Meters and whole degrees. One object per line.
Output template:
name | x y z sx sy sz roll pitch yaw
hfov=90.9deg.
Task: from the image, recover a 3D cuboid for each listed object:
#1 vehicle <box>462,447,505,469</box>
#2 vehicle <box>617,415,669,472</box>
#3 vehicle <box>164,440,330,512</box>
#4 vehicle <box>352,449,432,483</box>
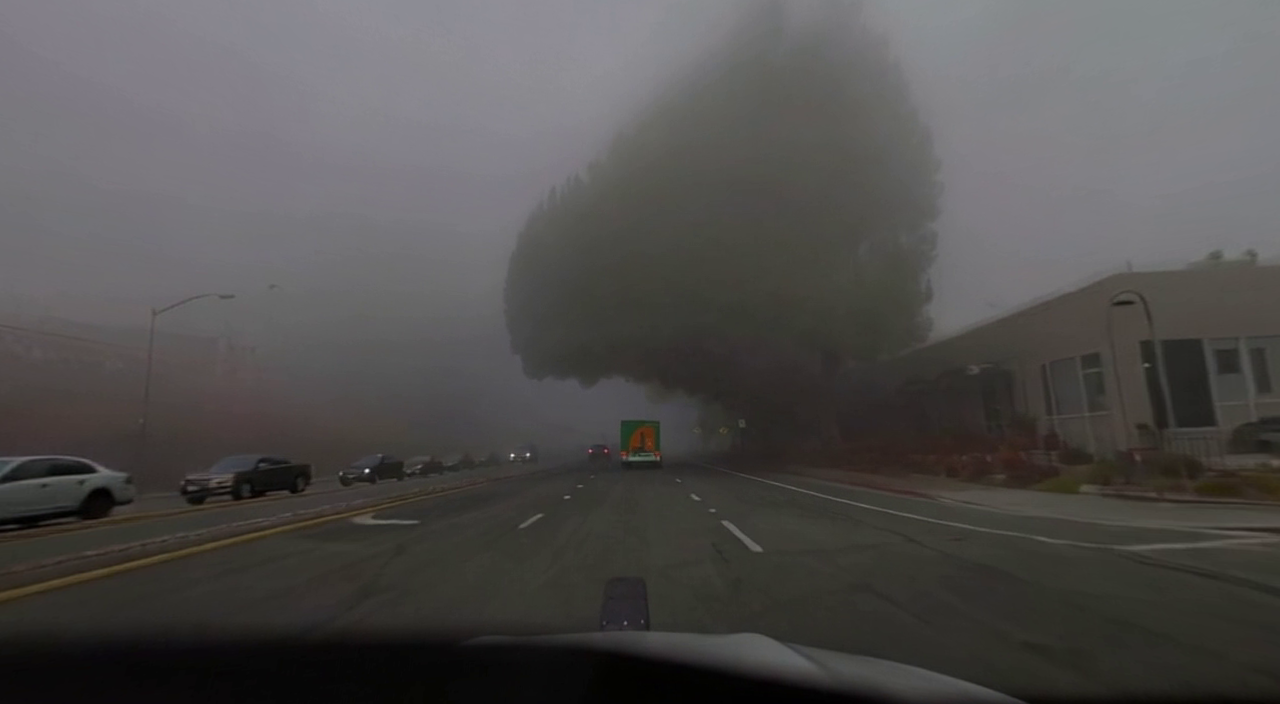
vehicle | -11.448 7.779 46.372 1.884 1.486 4.566 -1 -8 2
vehicle | 0.082 5.830 40.094 2.843 3.120 10.422 0 -8 -1
vehicle | -12.342 3.849 20.320 2.068 1.747 5.040 -4 -7 1
vehicle | -11.774 5.401 30.267 1.935 1.467 4.451 -1 -8 2
